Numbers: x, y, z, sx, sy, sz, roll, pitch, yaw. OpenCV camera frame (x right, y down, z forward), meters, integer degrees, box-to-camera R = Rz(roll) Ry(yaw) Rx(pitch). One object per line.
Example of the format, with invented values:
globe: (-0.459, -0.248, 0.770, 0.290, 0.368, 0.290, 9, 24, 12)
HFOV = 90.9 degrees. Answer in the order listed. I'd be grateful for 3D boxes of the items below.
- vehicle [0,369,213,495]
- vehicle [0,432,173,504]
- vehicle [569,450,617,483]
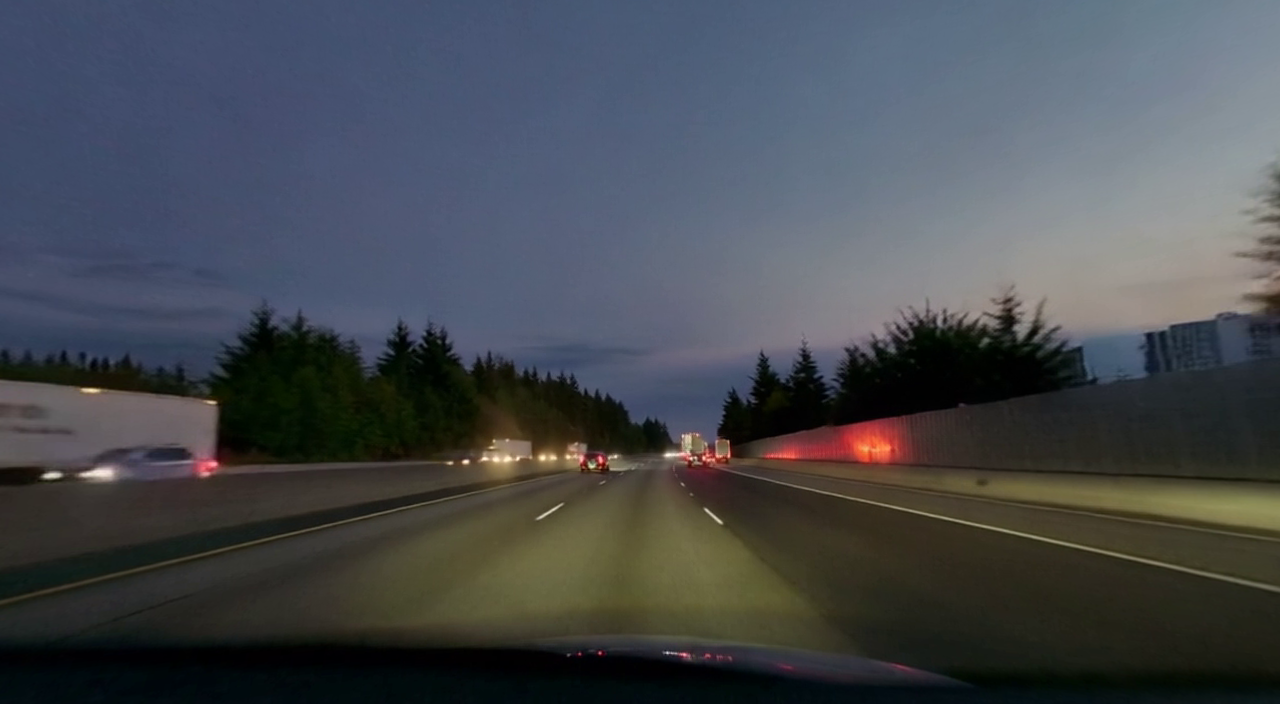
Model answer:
vehicle: (-21.915, 2.943, 22.540, 3.072, 4.005, 14.020, -1, -9, 2)
vehicle: (-17.821, 3.602, 19.954, 2.095, 1.943, 5.068, 0, -9, 1)
vehicle: (-2.260, 5.642, 31.405, 2.035, 1.513, 4.272, 0, -9, 0)
